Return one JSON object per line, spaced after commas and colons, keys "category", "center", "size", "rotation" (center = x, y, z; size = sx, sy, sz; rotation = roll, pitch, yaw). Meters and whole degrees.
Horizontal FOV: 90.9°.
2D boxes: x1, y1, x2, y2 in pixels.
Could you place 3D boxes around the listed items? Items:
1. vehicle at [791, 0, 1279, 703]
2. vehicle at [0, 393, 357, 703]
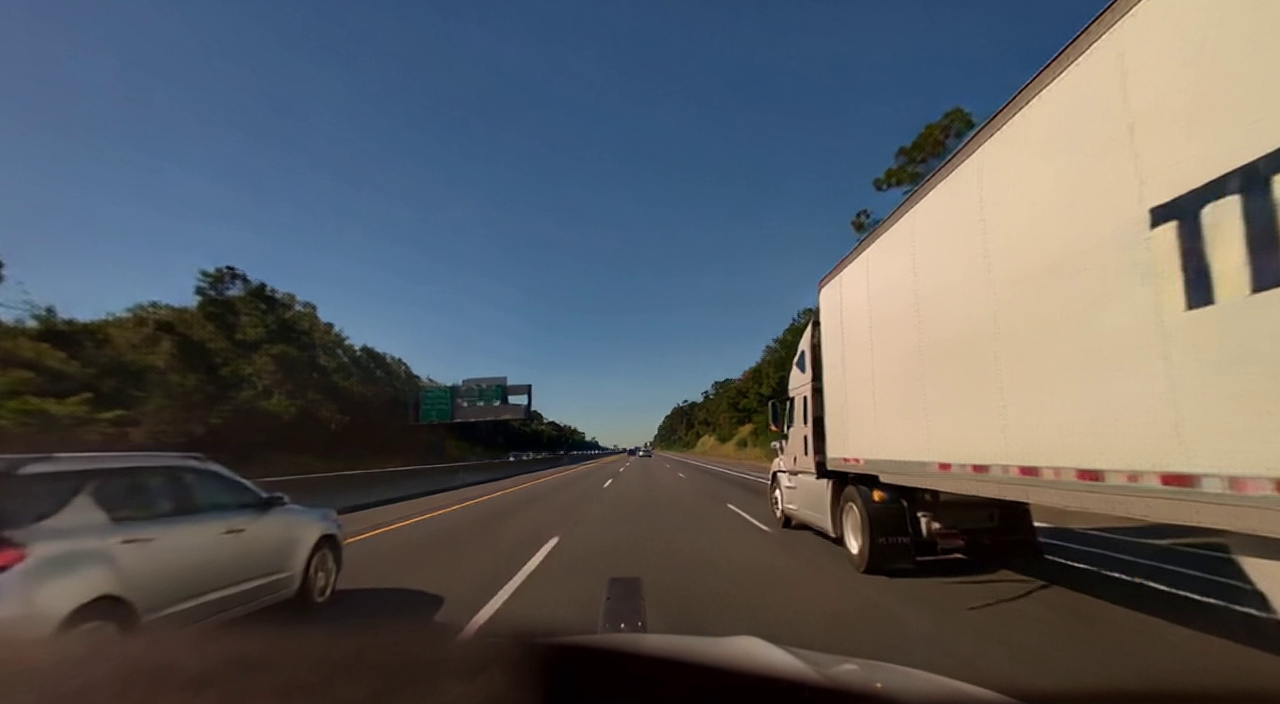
{"category": "vehicle", "center": [3.829, 0.334, 6.261], "size": [3.010, 3.907, 5.999], "rotation": [0, -9, -1]}
{"category": "vehicle", "center": [-3.267, 0.948, 2.549], "size": [2.054, 1.475, 4.708], "rotation": [0, -9, 0]}
